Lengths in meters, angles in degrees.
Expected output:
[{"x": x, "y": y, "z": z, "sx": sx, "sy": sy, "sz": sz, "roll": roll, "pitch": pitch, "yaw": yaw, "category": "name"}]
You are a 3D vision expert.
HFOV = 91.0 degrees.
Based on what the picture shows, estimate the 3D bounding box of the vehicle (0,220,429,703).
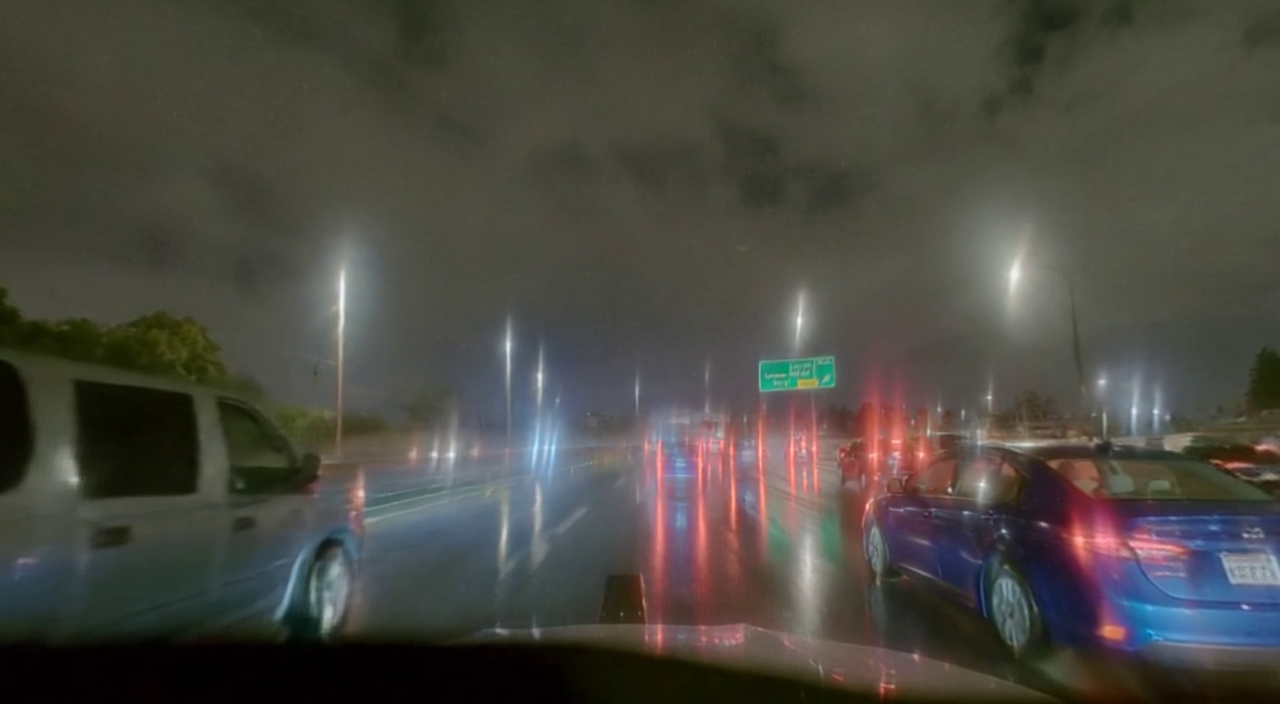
[{"x": -3.086, "y": 0.745, "z": 2.734, "sx": 2.434, "sy": 1.965, "sz": 5.305, "roll": 0, "pitch": -9, "yaw": 1, "category": "vehicle"}]

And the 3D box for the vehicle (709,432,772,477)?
[{"x": 4.109, "y": 4.280, "z": 26.399, "sx": 2.076, "sy": 1.684, "sz": 4.241, "roll": 0, "pitch": -9, "yaw": 2, "category": "vehicle"}]

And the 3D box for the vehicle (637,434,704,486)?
[{"x": 1.023, "y": 3.686, "z": 21.667, "sx": 2.074, "sy": 1.614, "sz": 3.803, "roll": 0, "pitch": -9, "yaw": 2, "category": "vehicle"}]

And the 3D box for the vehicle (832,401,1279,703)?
[{"x": 3.123, "y": 1.273, "z": 4.609, "sx": 2.009, "sy": 1.489, "sz": 4.559, "roll": 0, "pitch": -9, "yaw": 0, "category": "vehicle"}]
